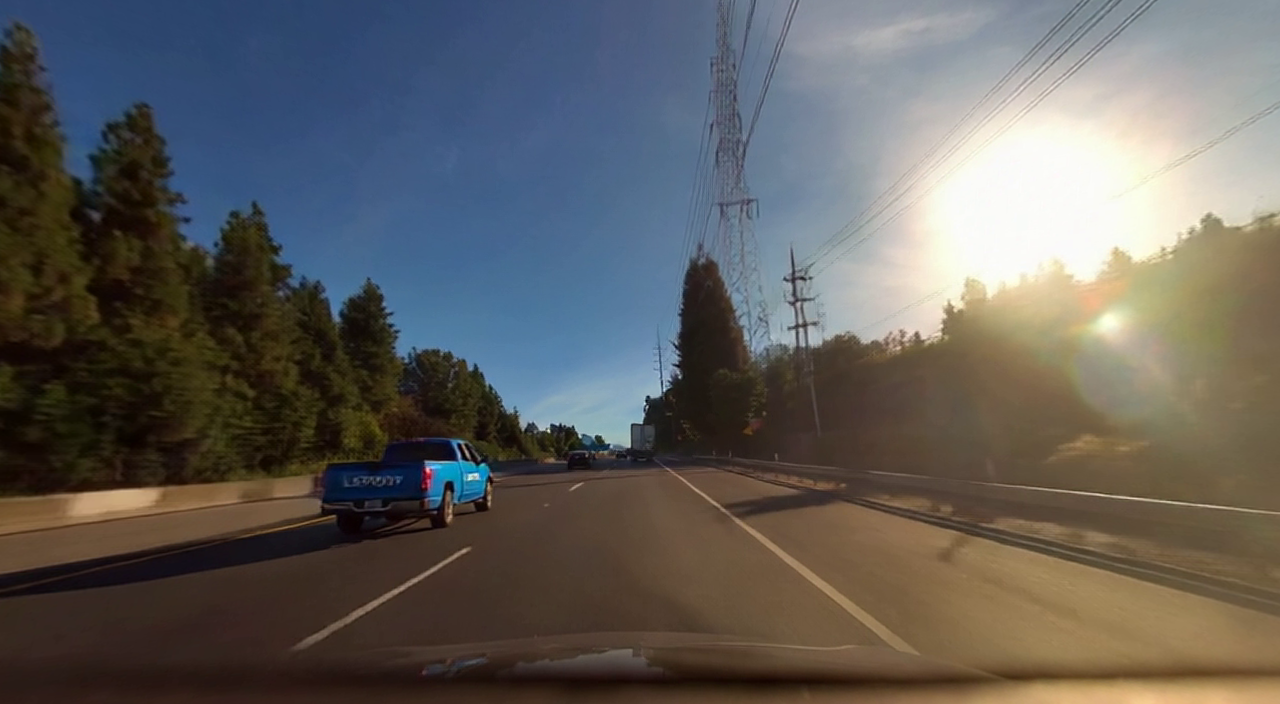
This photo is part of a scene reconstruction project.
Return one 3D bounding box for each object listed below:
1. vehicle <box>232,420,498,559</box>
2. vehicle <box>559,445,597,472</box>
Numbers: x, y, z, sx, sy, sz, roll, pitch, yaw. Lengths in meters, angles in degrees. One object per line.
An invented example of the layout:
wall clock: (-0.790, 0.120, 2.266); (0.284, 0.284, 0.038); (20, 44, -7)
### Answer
vehicle: (-3.961, 2.077, 10.327); (2.049, 1.697, 4.998); (0, -9, 1)
vehicle: (-4.222, 7.257, 43.287); (2.111, 1.735, 4.066); (0, -9, 1)
